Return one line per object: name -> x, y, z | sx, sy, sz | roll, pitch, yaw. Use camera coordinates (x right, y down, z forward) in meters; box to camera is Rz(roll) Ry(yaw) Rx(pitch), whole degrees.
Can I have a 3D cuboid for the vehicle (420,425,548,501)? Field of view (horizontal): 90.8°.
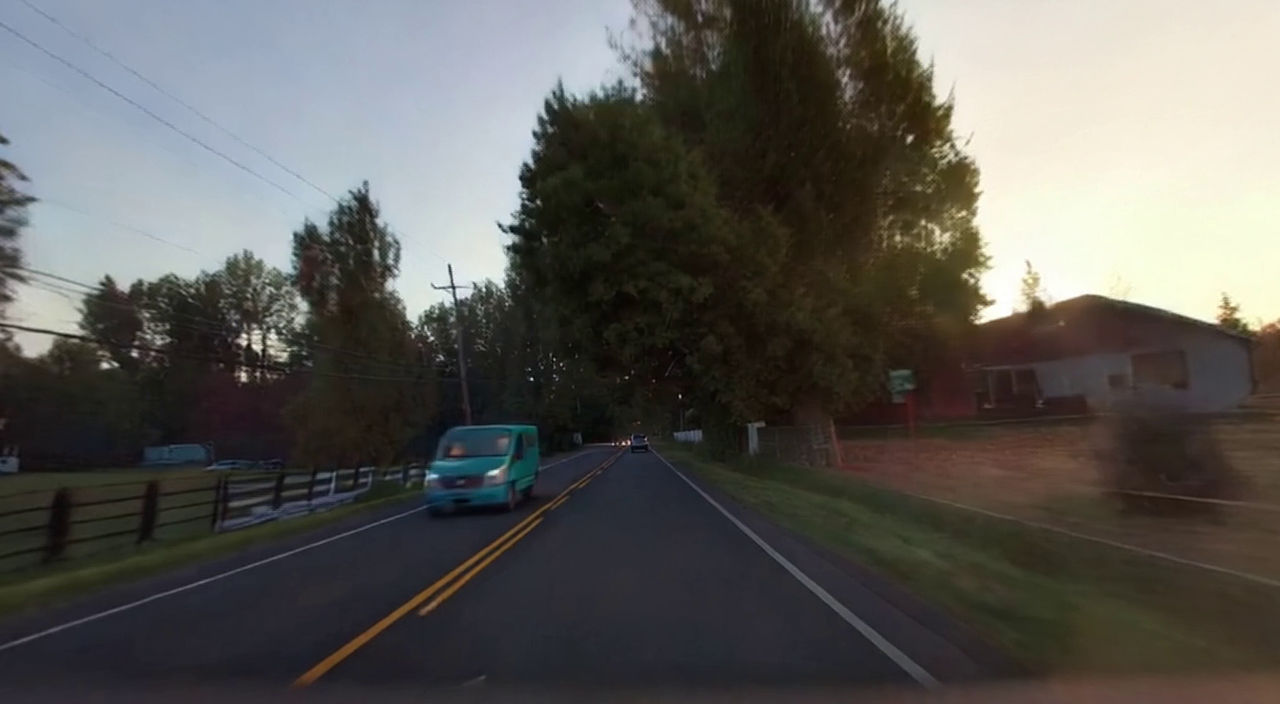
vehicle -> -3.859, 2.858, 16.599 | 2.217, 1.704, 4.418 | 0, -8, 0
